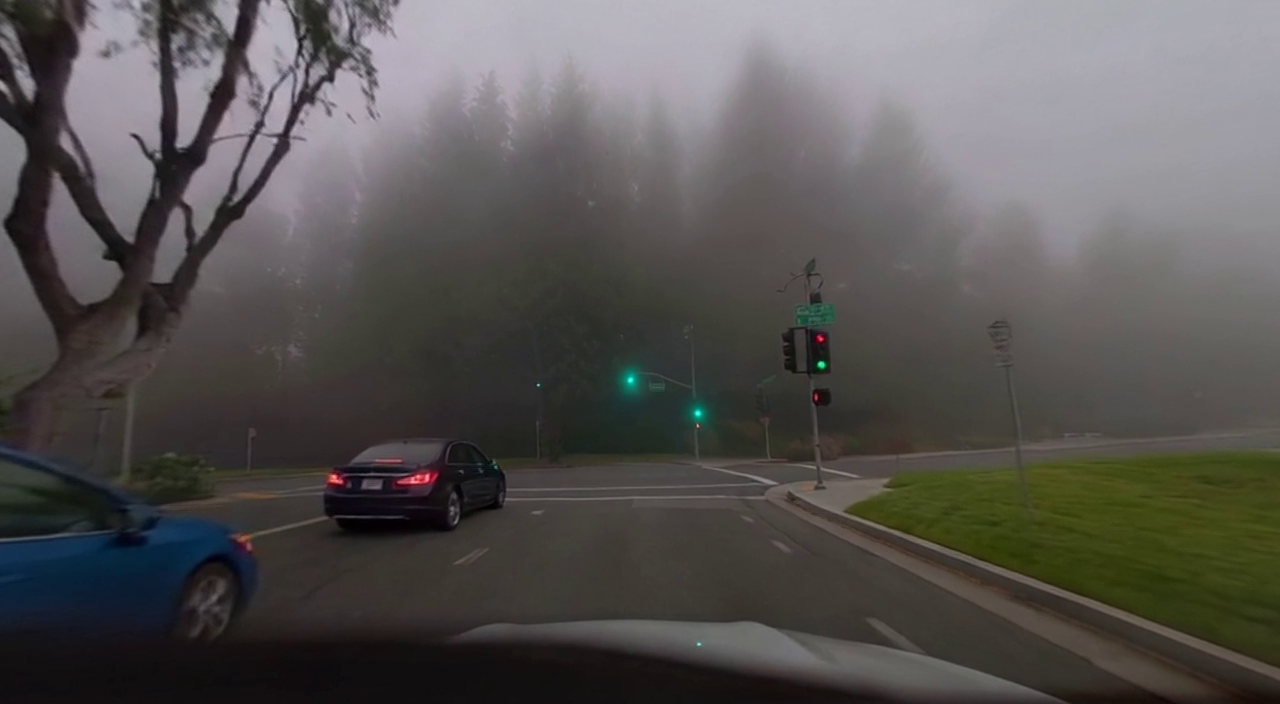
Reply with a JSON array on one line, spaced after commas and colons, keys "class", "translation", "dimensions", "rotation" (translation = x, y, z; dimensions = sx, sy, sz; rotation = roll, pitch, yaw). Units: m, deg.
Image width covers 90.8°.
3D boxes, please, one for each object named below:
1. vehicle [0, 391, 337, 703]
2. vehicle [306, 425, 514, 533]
[{"class": "vehicle", "translation": [-3.441, 0.936, 2.623], "dimensions": [2.038, 1.486, 4.678], "rotation": [0, -9, 0]}, {"class": "vehicle", "translation": [-3.701, 2.140, 11.228], "dimensions": [1.980, 1.508, 4.502], "rotation": [0, -9, 0]}]
